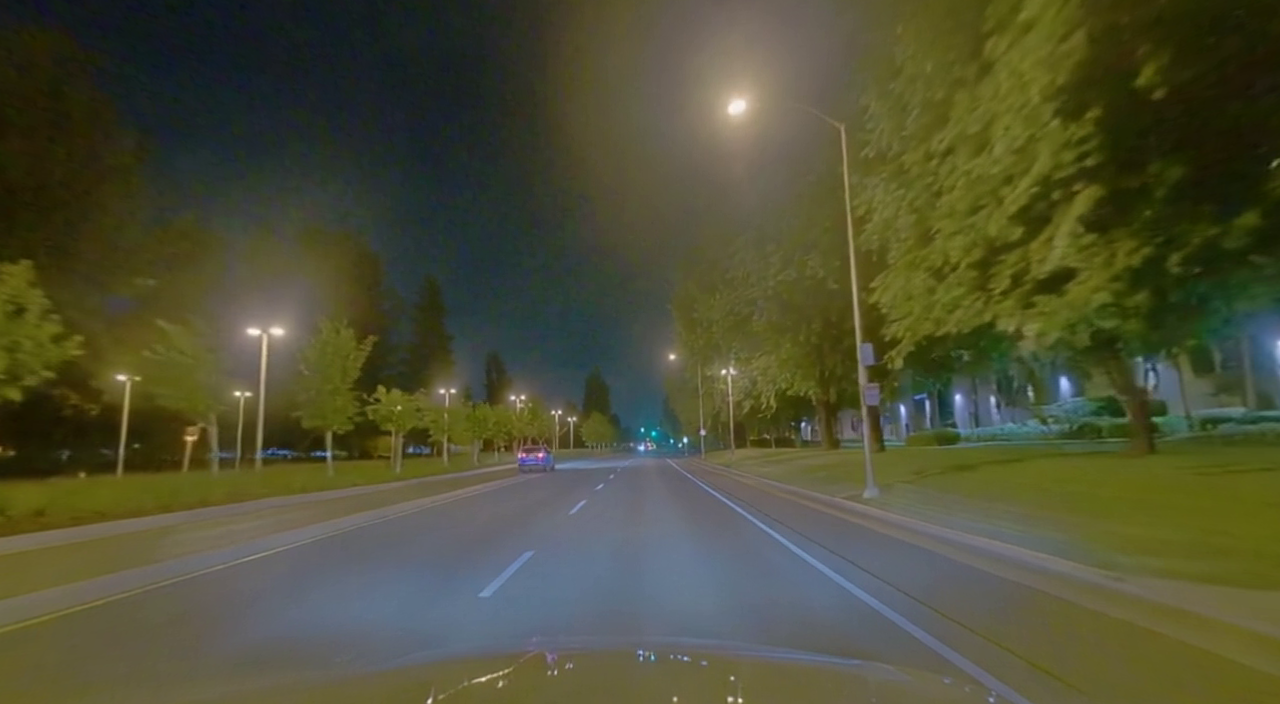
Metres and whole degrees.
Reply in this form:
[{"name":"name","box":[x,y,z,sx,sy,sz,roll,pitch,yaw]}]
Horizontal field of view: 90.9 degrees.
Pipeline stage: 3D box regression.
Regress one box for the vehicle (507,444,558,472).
[{"name":"vehicle","box":[-5.939,5.911,35.499,1.945,1.461,4.605,-1,-8,2]}]
